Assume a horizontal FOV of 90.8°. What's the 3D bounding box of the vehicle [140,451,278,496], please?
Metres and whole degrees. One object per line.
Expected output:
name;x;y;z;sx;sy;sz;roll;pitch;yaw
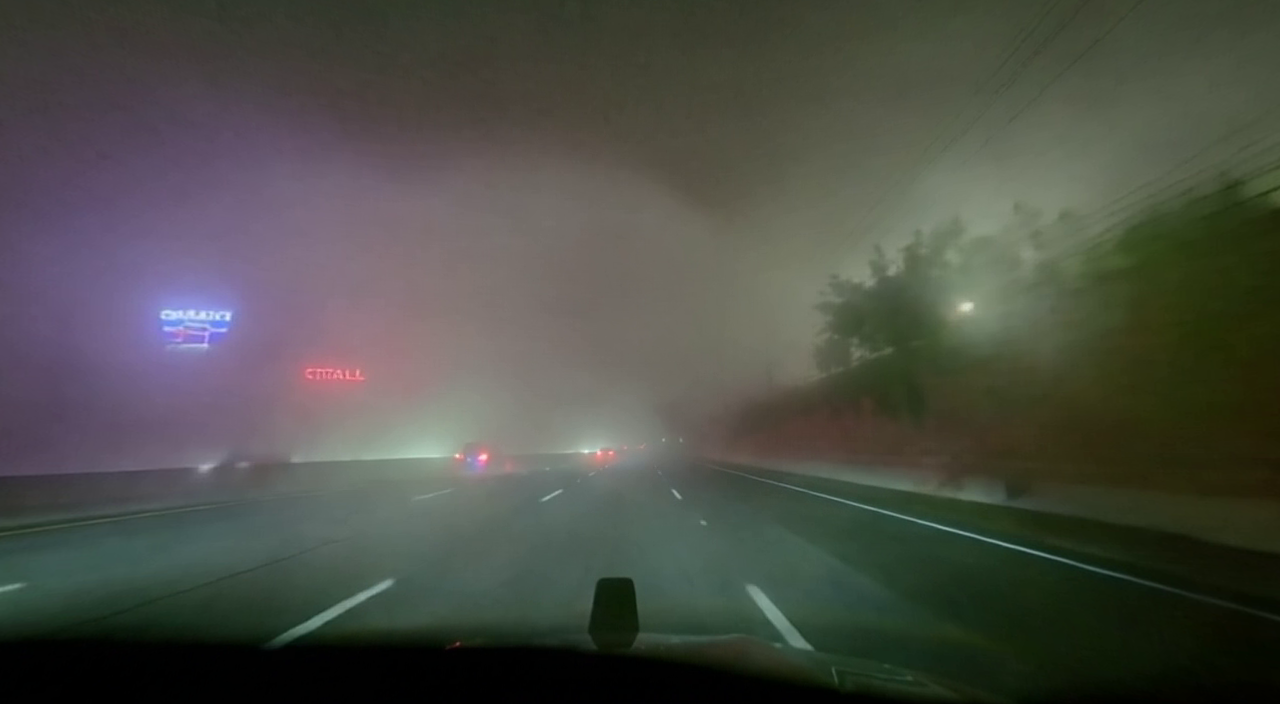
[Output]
vehicle;-15.743;4.431;23.455;1.918;1.449;4.543;0;-9;0

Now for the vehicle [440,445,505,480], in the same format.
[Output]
vehicle;-7.930;5.244;30.281;2.013;1.574;3.923;0;-9;0

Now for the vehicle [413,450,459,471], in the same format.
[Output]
vehicle;-14.916;7.922;46.392;1.820;1.451;4.431;0;-9;1
